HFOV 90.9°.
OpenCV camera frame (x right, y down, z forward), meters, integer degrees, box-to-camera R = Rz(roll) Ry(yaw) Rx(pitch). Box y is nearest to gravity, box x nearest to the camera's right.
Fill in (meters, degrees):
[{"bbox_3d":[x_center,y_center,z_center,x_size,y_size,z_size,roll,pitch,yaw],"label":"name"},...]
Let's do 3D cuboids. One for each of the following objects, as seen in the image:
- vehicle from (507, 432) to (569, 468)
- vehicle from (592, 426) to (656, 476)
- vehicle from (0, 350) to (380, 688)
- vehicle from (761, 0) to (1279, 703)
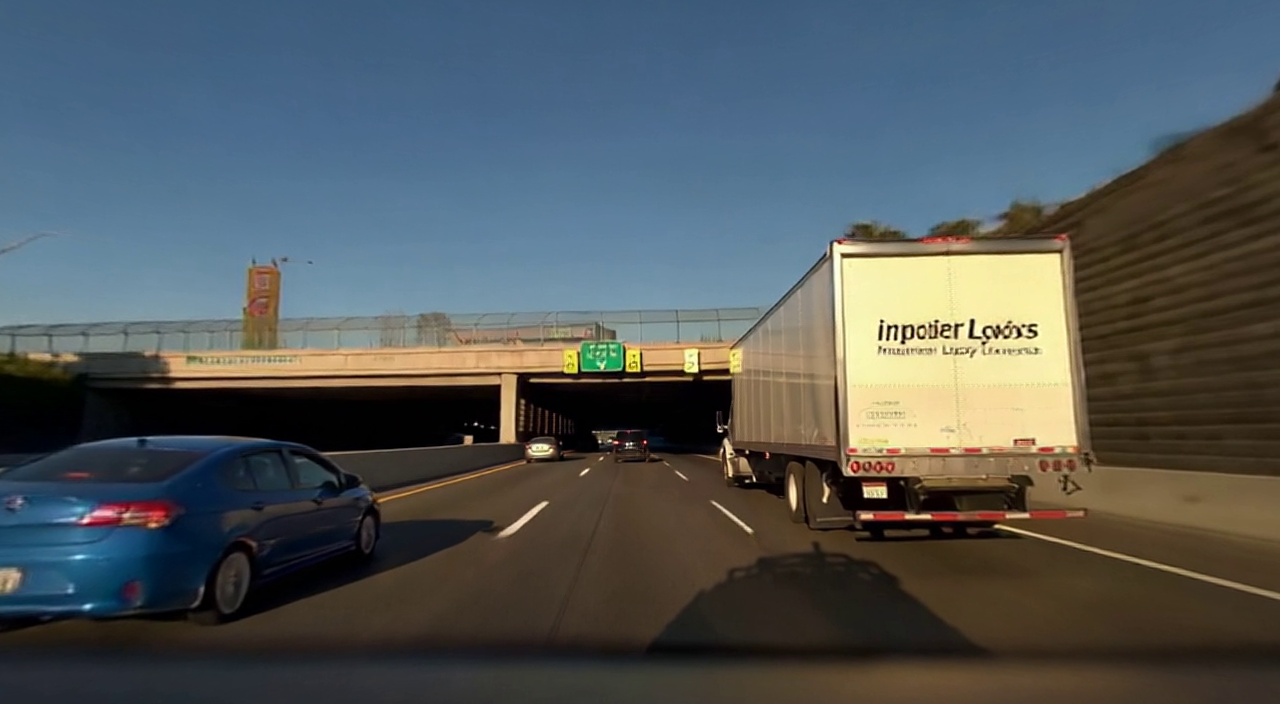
[{"bbox_3d":[-4.353,4.257,27.689,2.019,1.435,4.317,0,-8,0],"label":"vehicle"},{"bbox_3d":[-0.539,3.466,22.303,2.094,1.600,3.666,0,-8,-1],"label":"vehicle"},{"bbox_3d":[-3.452,1.021,4.655,1.826,1.695,2.870,0,-8,-1],"label":"vehicle"},{"bbox_3d":[3.998,0.023,5.529,2.842,4.108,14.081,0,-8,-1],"label":"vehicle"}]
